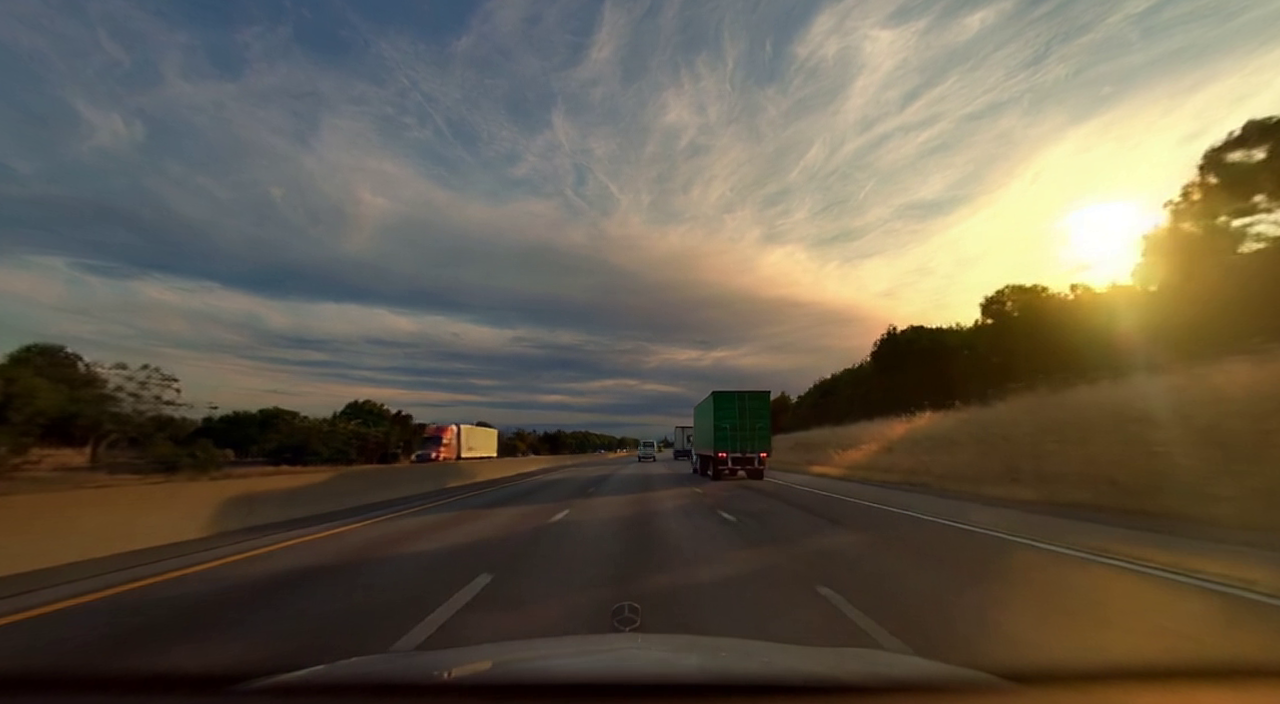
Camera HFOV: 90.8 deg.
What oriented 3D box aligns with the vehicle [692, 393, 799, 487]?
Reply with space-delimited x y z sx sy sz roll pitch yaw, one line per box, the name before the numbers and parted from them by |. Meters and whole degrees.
vehicle | 4.187 3.858 27.400 2.960 3.381 8.914 0 -9 -1
